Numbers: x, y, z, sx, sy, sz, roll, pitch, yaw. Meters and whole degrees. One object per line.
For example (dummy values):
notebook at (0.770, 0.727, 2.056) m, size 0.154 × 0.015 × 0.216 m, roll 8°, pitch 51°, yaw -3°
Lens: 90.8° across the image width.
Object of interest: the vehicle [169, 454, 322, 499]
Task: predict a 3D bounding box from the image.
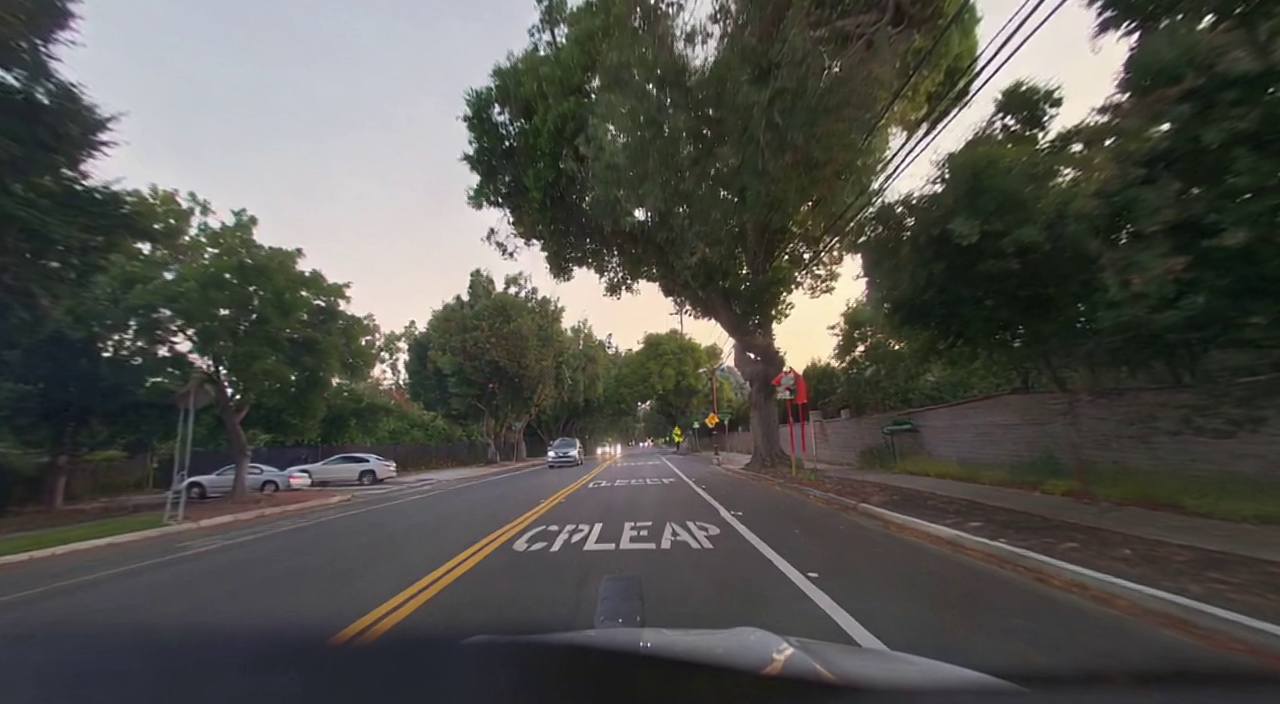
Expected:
vehicle at (-15.547, 4.918, 25.135) m, size 4.641 × 1.636 × 1.983 m, roll 0°, pitch -9°, yaw -5°

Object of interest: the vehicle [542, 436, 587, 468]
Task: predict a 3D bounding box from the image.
vehicle at (-4.296, 5.760, 36.565) m, size 2.008 × 1.730 × 4.243 m, roll -1°, pitch -8°, yaw 1°

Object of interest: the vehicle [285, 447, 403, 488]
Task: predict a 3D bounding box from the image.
vehicle at (-14.111, 5.533, 30.325) m, size 4.653 × 1.842 × 1.992 m, roll -1°, pitch -9°, yaw 4°
